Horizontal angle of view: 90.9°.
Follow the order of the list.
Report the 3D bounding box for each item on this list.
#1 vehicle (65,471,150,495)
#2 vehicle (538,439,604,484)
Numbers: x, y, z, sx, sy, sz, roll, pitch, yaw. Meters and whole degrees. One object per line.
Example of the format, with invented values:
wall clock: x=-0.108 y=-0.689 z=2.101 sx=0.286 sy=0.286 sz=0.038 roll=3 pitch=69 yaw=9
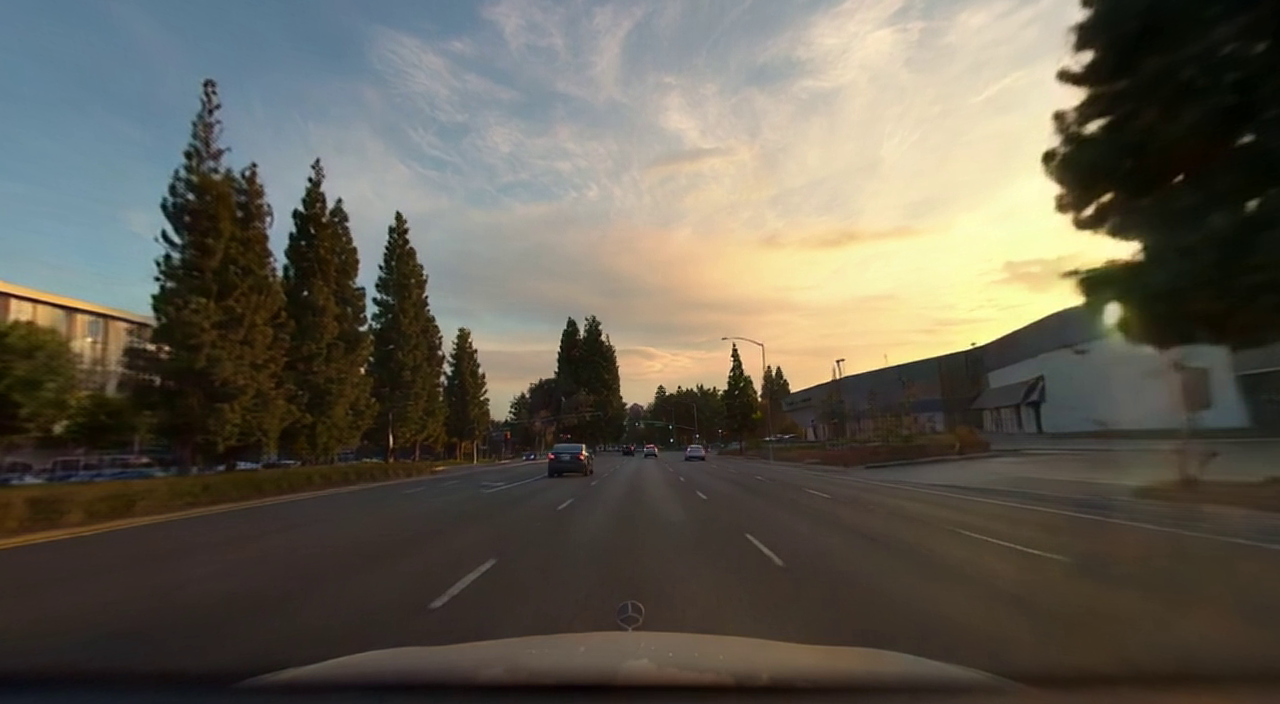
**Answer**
vehicle: x=-40.685 y=10.030 z=48.357 sx=2.118 sy=1.697 sz=4.886 roll=-2 pitch=-11 yaw=2
vehicle: x=-2.705 y=4.453 z=25.882 sx=2.121 sy=1.656 sz=4.559 roll=-1 pitch=-9 yaw=1
